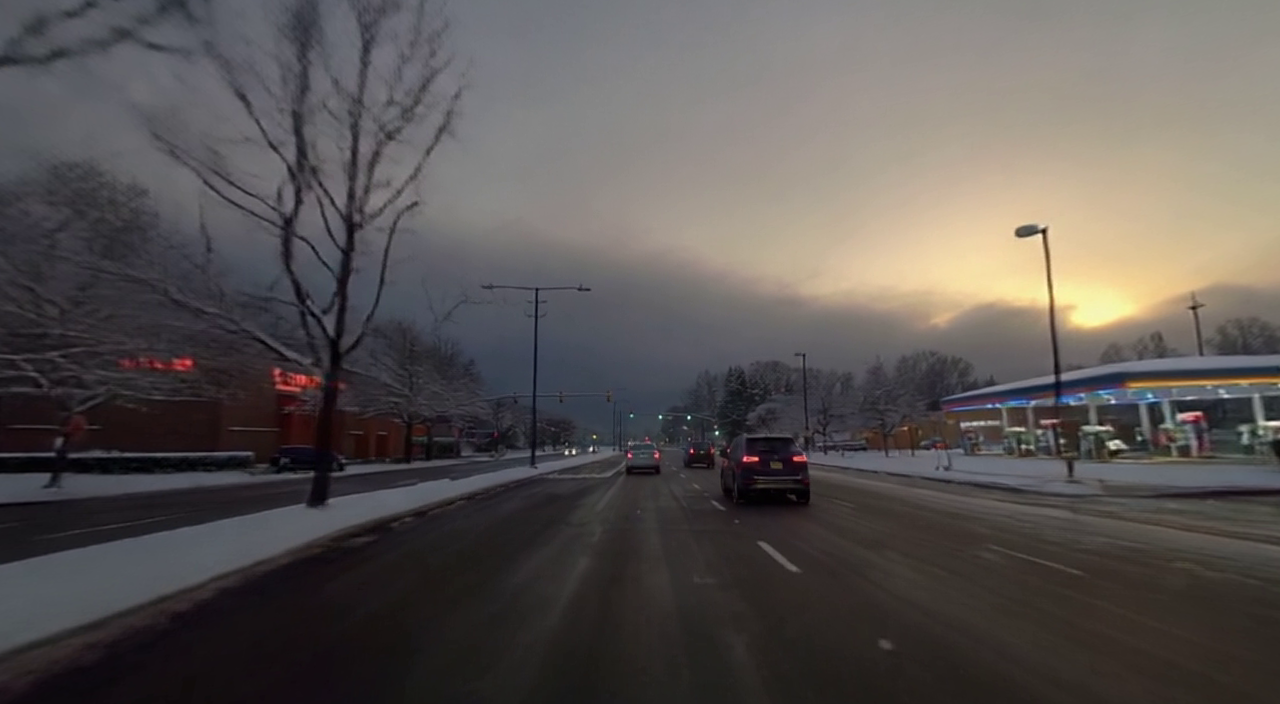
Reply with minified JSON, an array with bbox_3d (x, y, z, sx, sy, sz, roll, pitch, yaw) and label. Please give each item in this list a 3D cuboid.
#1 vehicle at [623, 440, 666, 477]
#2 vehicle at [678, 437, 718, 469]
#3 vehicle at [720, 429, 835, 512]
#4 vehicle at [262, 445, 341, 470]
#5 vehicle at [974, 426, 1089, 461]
[{"bbox_3d":[0.229,5.214,31.112,1.991,1.664,3.814,0,-8,0],"label":"vehicle"},{"bbox_3d":[3.775,6.613,41.668,2.154,1.975,4.634,0,-8,-1],"label":"vehicle"},{"bbox_3d":[3.213,2.830,15.583,1.872,1.752,3.896,0,-8,-1],"label":"vehicle"},{"bbox_3d":[-25.763,7.995,48.115,2.124,1.784,4.803,-7,-10,37],"label":"vehicle"},{"bbox_3d":[21.558,5.070,34.859,4.831,1.816,2.295,0,-8,-2],"label":"vehicle"}]
